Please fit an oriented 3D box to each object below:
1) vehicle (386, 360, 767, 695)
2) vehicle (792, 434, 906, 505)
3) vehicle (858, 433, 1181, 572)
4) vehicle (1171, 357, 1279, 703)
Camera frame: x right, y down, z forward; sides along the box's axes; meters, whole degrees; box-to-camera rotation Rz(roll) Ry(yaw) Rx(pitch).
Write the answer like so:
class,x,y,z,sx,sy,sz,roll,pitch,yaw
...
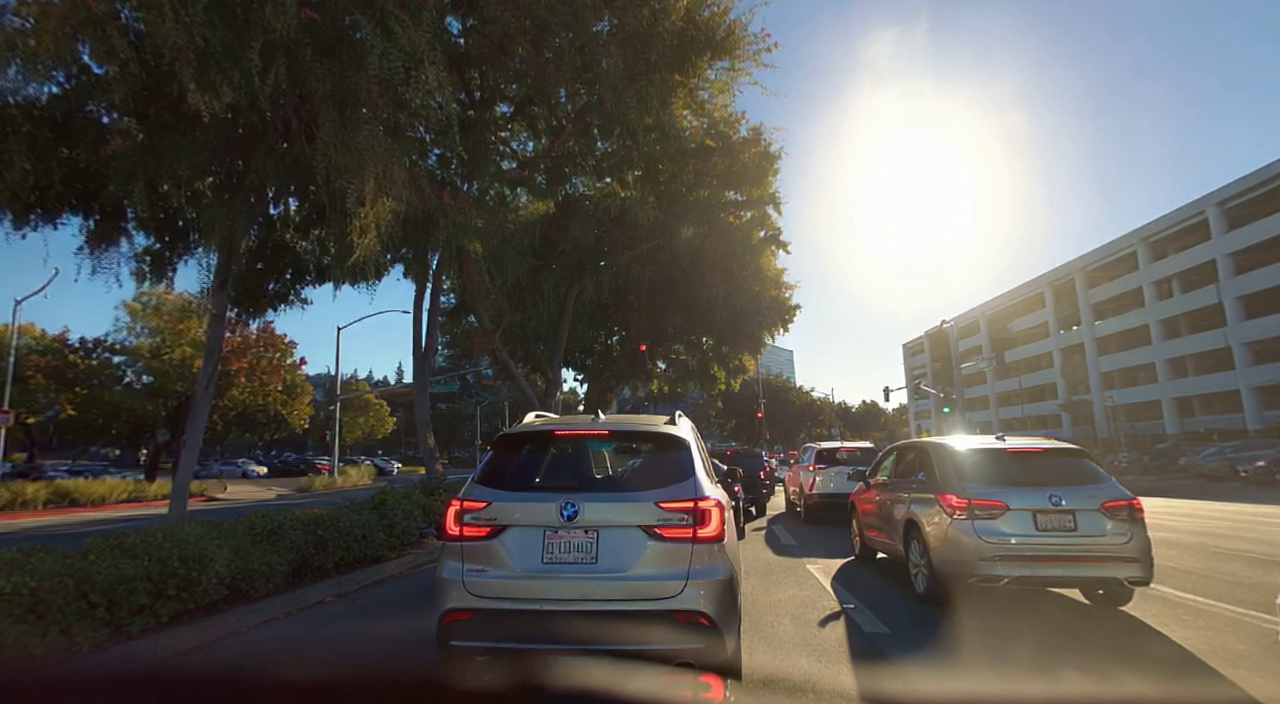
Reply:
class,x,y,z,sx,sy,sz,roll,pitch,yaw
vehicle,-0.209,1.232,5.555,2.021,1.742,4.295,-1,-8,4
vehicle,5.336,3.032,16.714,1.994,1.638,4.100,-1,-9,6
vehicle,4.902,1.968,9.158,1.963,1.480,4.553,0,-8,2
vehicle,4.062,0.601,1.102,1.993,1.719,4.953,0,-8,1
